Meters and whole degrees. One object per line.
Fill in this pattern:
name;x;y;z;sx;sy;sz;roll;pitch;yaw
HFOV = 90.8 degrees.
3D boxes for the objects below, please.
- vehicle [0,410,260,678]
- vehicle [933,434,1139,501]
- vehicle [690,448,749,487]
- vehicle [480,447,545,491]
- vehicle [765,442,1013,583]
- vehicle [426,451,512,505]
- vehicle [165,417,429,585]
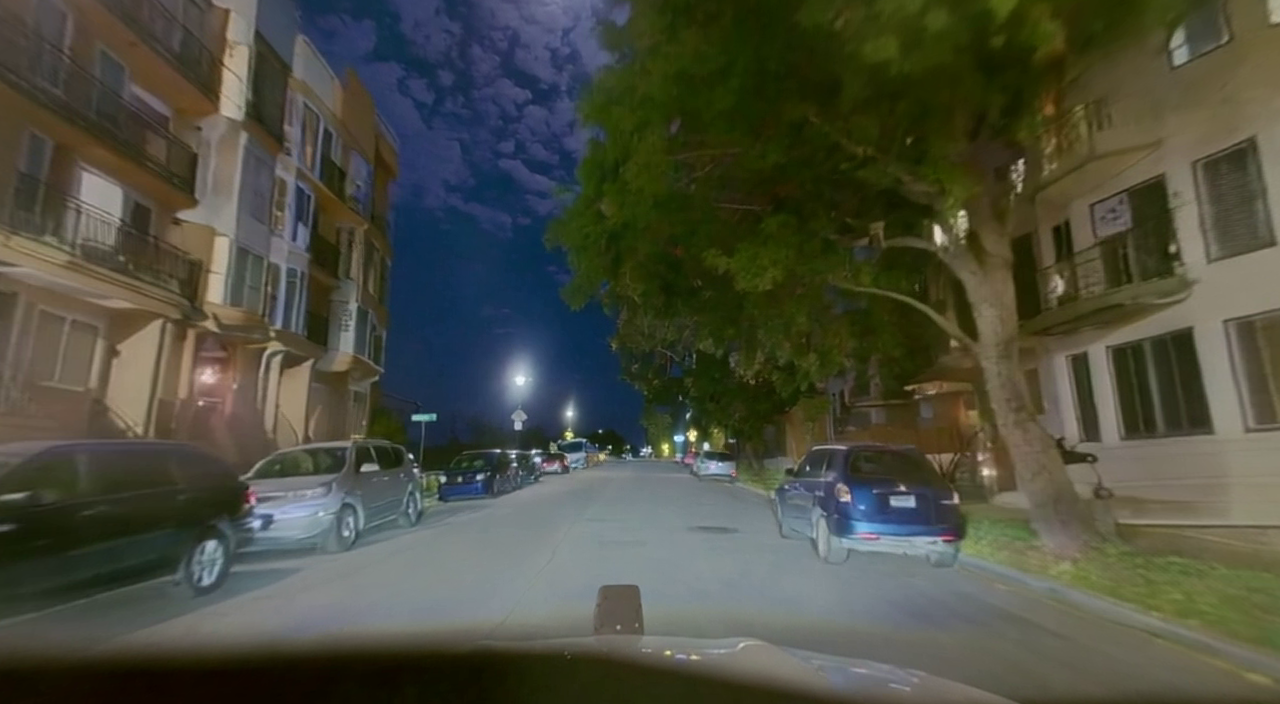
vehicle;-5.344;1.396;4.744;1.934;1.810;4.687;-1;-9;2
vehicle;10.120;2.963;16.410;4.001;1.594;1.914;0;-8;1
vehicle;3.288;4.855;26.910;1.835;1.490;4.134;0;-8;-2
vehicle;-4.975;4.601;25.167;1.782;1.585;3.962;0;-8;0
vehicle;3.104;2.042;8.897;1.903;1.512;3.900;0;-8;0
vehicle;-5.289;3.910;20.018;1.722;1.491;3.431;0;-8;1
vehicle;-5.339;2.215;10.703;1.947;1.833;4.606;-2;-2;0
